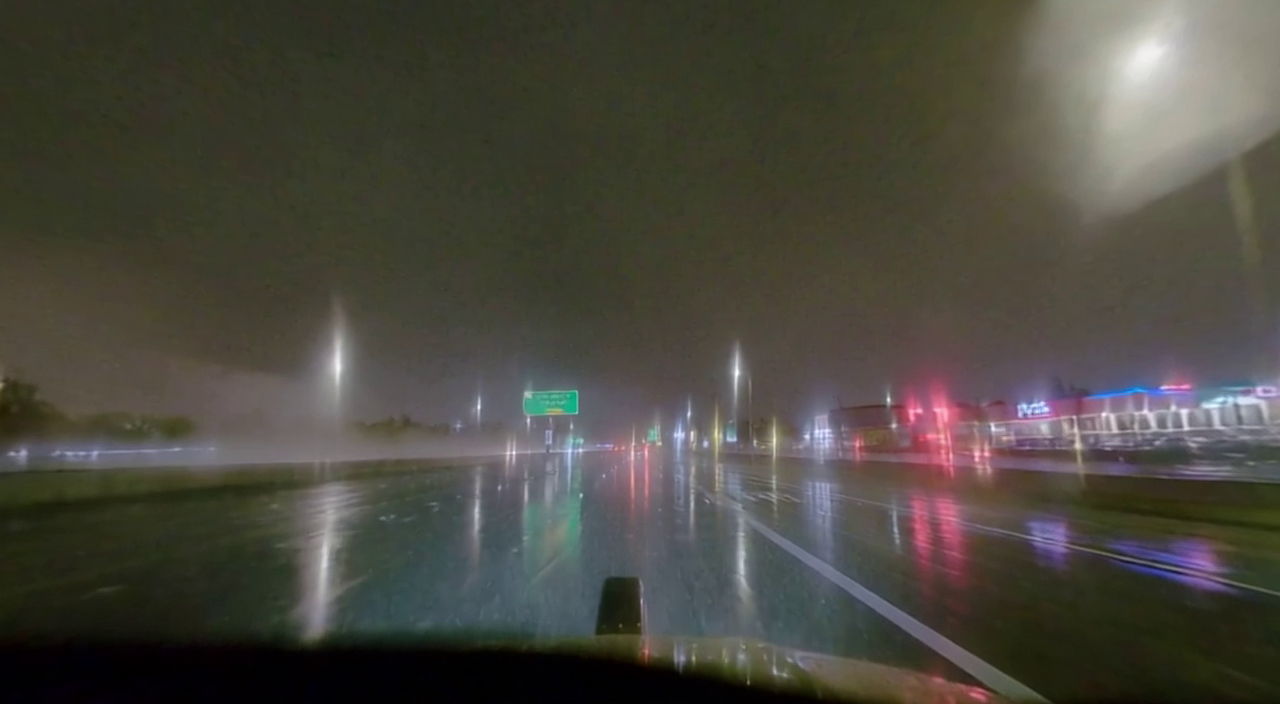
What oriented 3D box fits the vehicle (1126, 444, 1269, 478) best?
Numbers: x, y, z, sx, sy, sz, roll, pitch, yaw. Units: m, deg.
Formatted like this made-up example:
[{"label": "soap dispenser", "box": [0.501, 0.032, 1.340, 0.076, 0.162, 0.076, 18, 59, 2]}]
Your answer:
[{"label": "vehicle", "box": [40.294, 7.917, 45.712, 7.313, 2.332, 2.770, -1, -9, 6]}]
